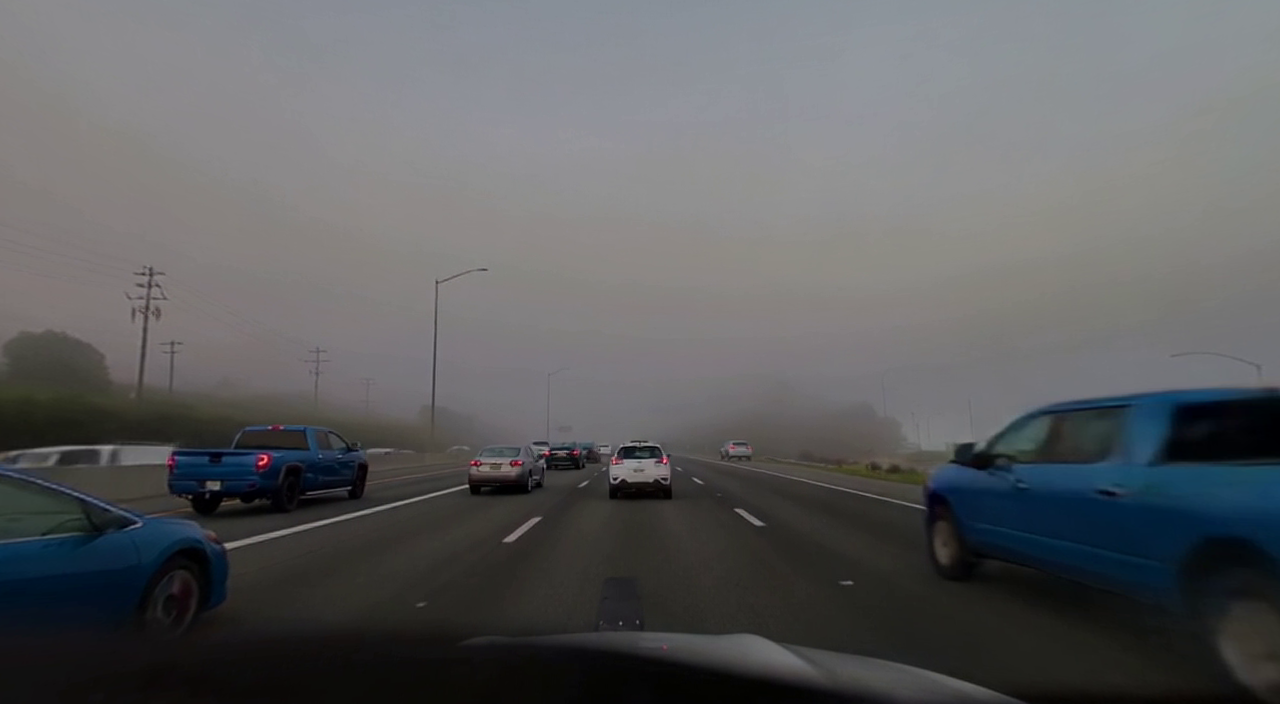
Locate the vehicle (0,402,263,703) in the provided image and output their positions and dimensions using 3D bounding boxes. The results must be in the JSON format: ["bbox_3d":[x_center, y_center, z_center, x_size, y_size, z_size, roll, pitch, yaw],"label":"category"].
[{"bbox_3d":[-3.799,0.903,2.312,1.955,1.481,4.604,0,-8,1],"label":"vehicle"}]

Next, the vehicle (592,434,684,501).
[{"bbox_3d":[-0.077,2.978,16.766,2.102,1.499,4.439,0,-8,-1],"label":"vehicle"}]

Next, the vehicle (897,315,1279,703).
[{"bbox_3d":[3.697,0.902,3.646,2.113,1.800,5.376,0,-8,-1],"label":"vehicle"}]

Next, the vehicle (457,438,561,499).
[{"bbox_3d":[-3.422,3.114,17.338,1.899,1.437,4.131,0,-8,1],"label":"vehicle"}]
